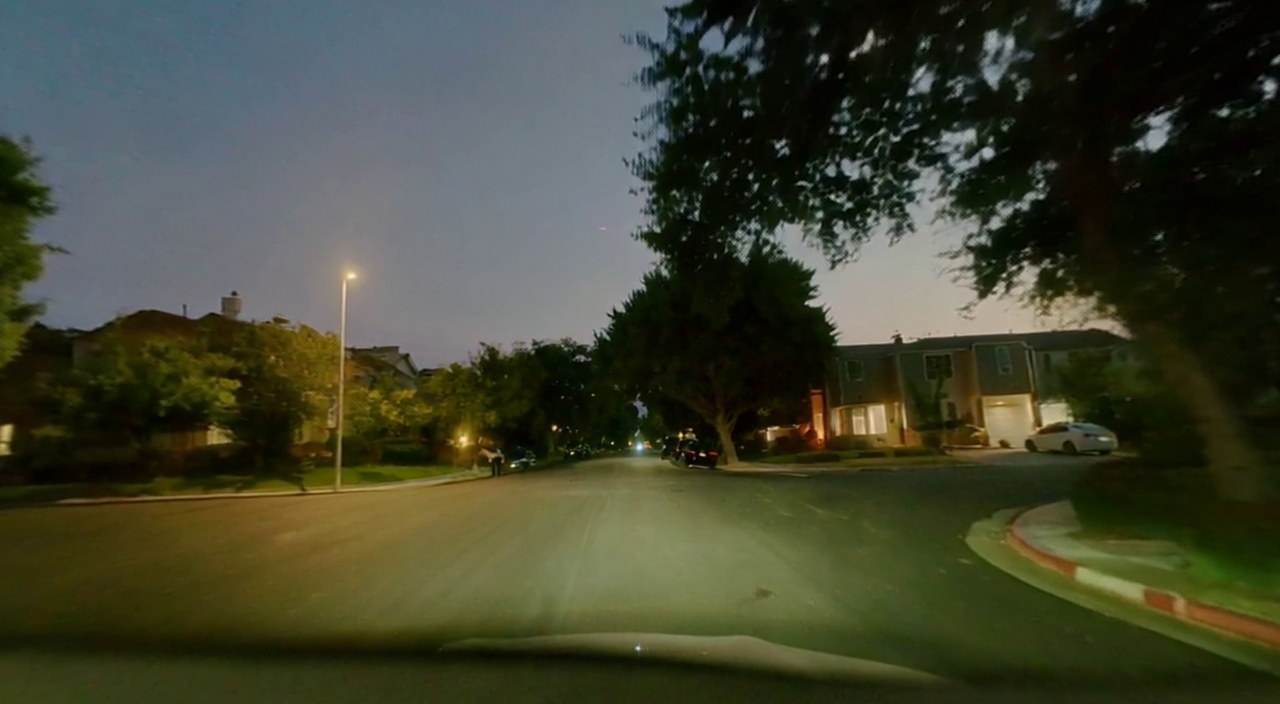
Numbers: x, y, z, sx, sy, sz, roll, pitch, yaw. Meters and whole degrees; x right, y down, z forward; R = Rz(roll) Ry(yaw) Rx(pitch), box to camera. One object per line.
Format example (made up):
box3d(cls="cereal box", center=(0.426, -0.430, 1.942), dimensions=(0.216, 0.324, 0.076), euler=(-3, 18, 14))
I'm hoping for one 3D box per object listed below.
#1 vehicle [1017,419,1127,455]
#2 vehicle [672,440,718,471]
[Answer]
box3d(cls="vehicle", center=(19.441, 3.892, 28.716), dimensions=(1.839, 1.466, 4.486), euler=(1, -8, 1))
box3d(cls="vehicle", center=(2.892, 5.504, 33.811), dimensions=(1.881, 1.487, 4.183), euler=(0, -8, -3))
